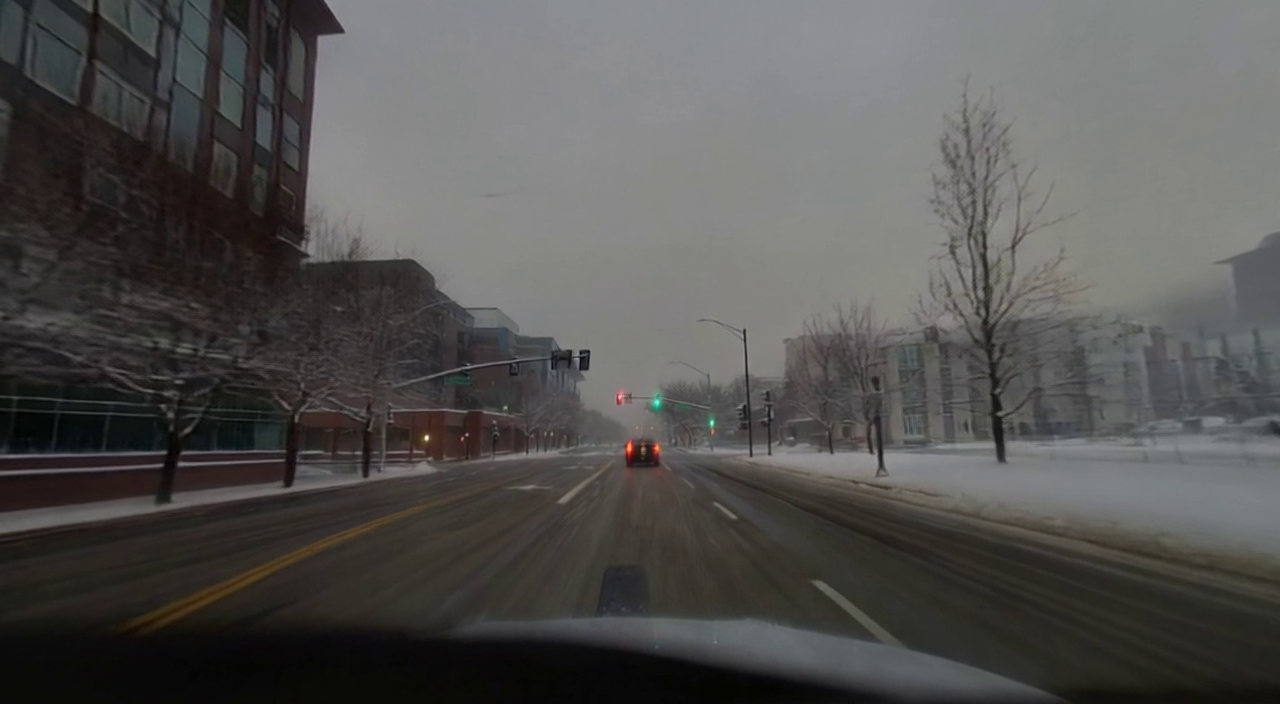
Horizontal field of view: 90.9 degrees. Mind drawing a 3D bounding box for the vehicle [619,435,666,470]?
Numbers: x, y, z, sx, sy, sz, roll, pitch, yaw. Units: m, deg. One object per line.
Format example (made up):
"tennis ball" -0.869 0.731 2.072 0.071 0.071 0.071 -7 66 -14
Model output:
"vehicle" 0.100 4.997 31.427 2.184 1.640 4.086 0 -9 -1
